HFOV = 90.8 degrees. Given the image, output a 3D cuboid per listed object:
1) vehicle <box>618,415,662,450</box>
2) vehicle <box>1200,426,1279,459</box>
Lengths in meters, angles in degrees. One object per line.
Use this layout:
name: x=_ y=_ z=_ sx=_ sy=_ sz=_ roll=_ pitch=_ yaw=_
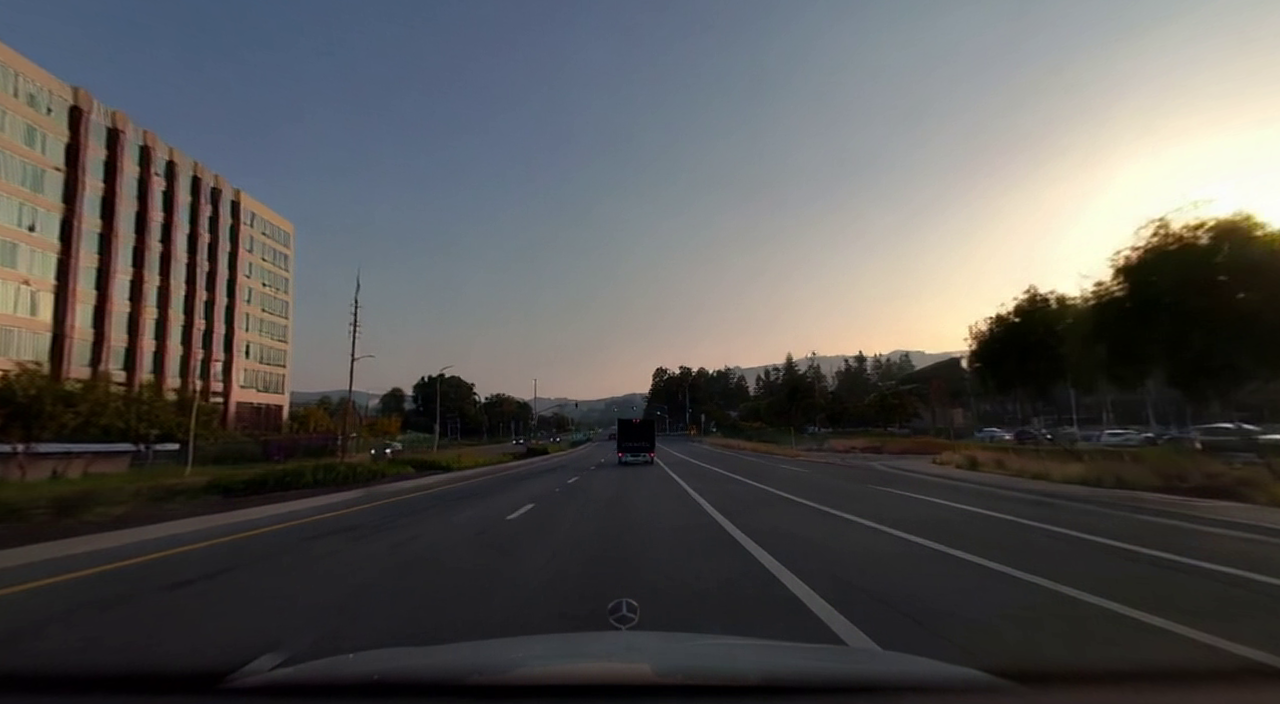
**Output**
vehicle: x=-0.093 y=4.507 z=34.950 sx=2.178 sy=1.829 sz=4.932 roll=0 pitch=-9 yaw=-3
vehicle: x=35.702 y=5.264 z=36.938 sx=4.297 sy=1.798 sz=1.955 roll=0 pitch=-8 yaw=-10
